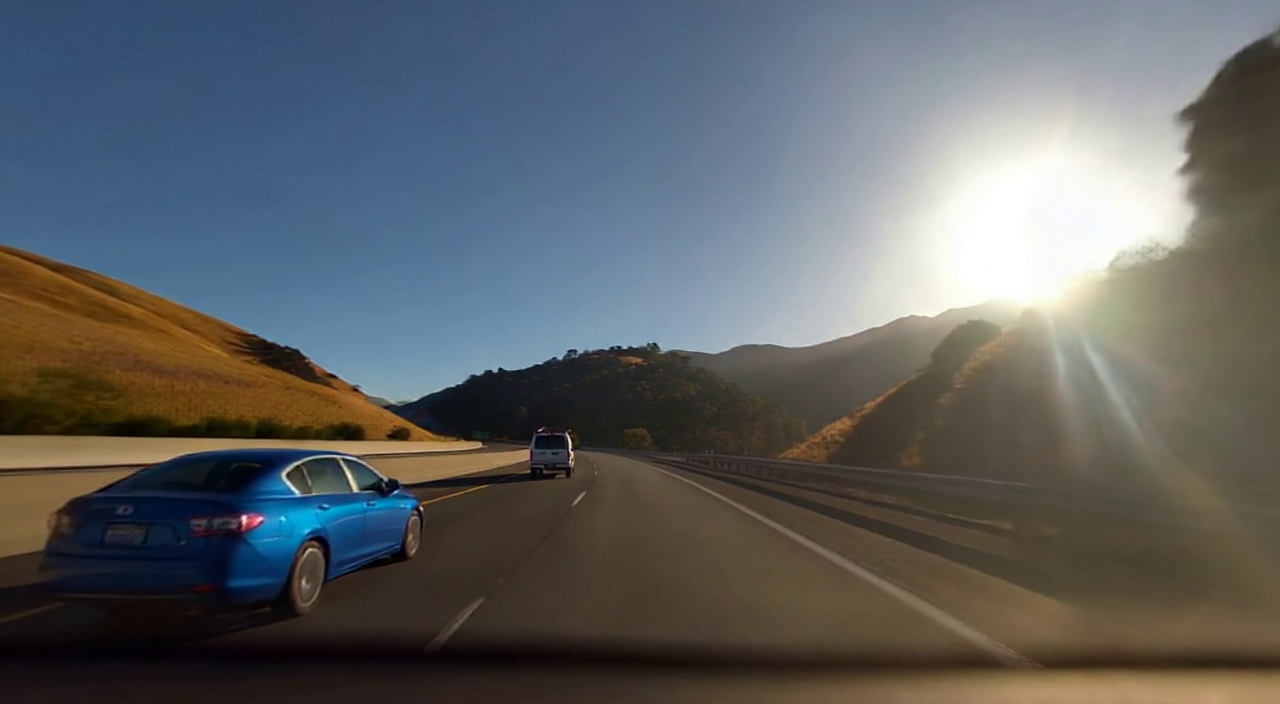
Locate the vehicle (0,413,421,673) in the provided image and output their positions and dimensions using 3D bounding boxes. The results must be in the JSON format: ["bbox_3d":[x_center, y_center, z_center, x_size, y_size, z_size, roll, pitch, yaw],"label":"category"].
[{"bbox_3d":[-4.022,1.474,6.073,2.097,1.511,4.585,-1,-9,1],"label":"vehicle"}]

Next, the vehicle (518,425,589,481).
[{"bbox_3d":[-3.692,4.457,28.072,2.444,2.204,5.568,0,-9,-1],"label":"vehicle"}]
